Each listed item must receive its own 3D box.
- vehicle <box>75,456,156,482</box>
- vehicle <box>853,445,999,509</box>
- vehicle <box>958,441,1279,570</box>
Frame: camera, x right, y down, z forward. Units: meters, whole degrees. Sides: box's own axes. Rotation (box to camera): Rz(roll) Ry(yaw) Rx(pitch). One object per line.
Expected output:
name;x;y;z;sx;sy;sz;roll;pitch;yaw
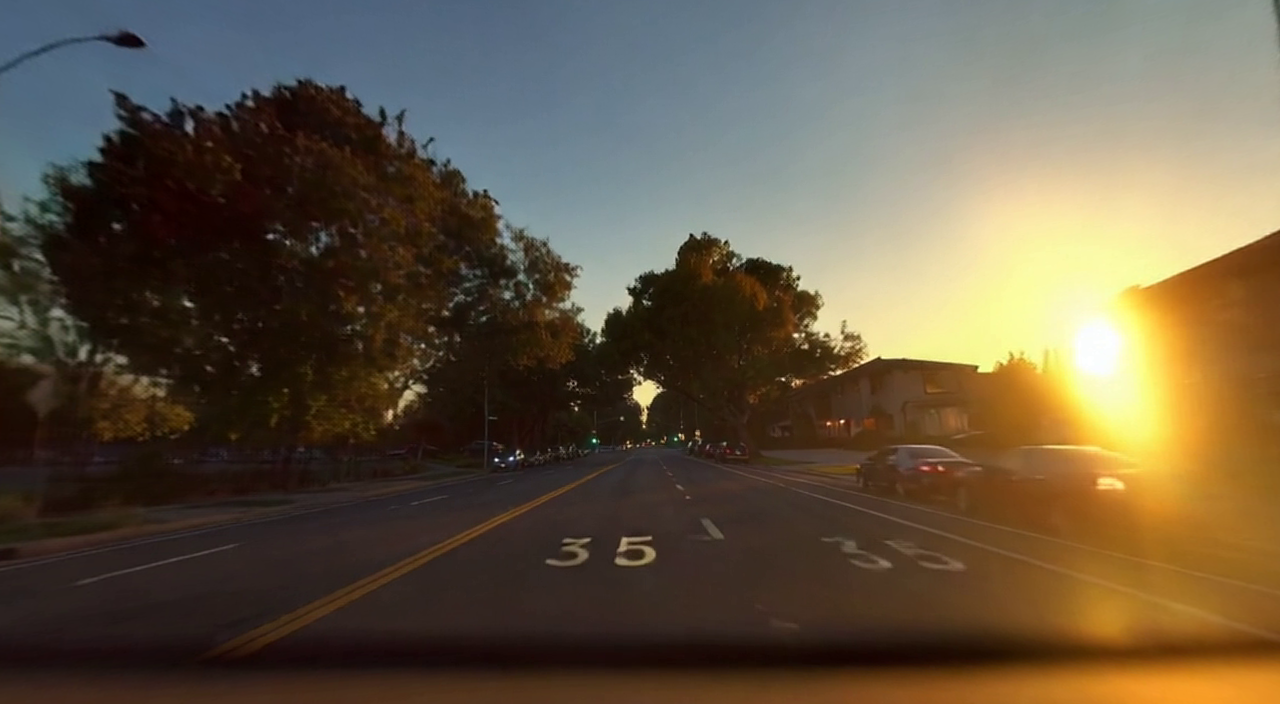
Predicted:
vehicle;-32.847;7.302;39.706;1.736;1.437;3.766;0;-8;1
vehicle;7.168;3.133;16.415;1.854;1.425;4.316;0;-8;2
vehicle;6.997;2.101;9.561;2.001;1.454;4.494;0;-8;0
